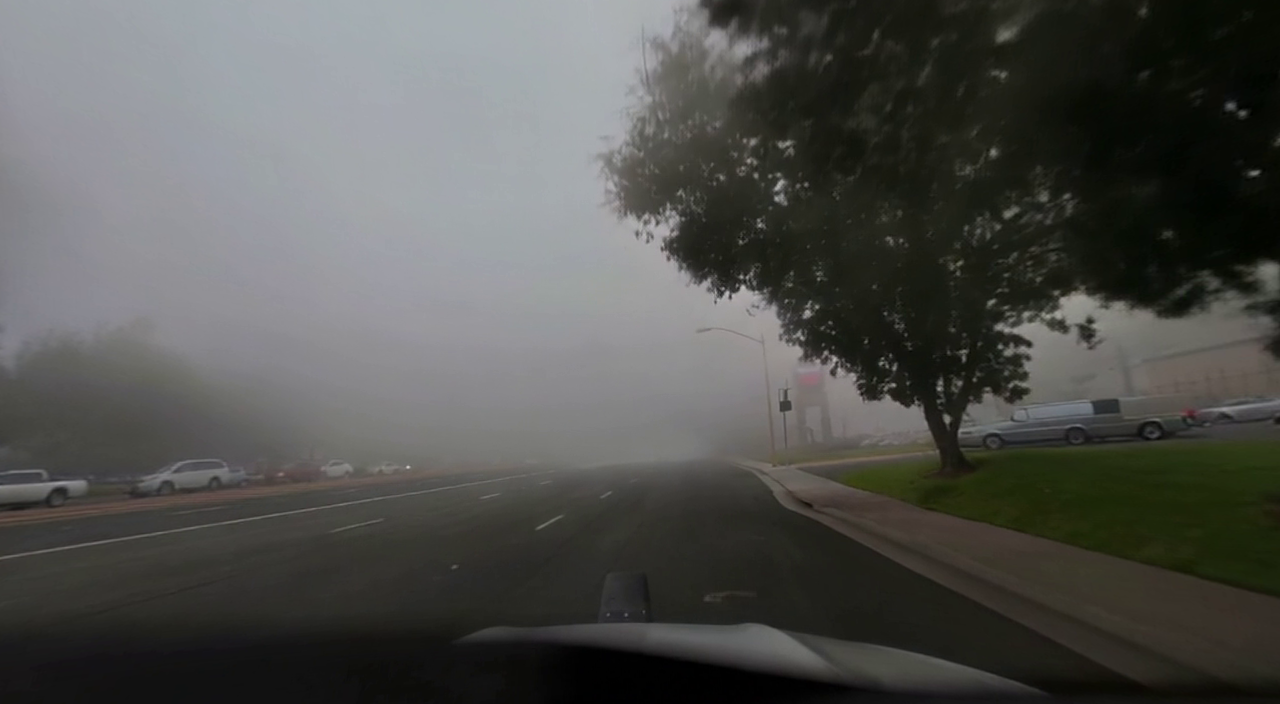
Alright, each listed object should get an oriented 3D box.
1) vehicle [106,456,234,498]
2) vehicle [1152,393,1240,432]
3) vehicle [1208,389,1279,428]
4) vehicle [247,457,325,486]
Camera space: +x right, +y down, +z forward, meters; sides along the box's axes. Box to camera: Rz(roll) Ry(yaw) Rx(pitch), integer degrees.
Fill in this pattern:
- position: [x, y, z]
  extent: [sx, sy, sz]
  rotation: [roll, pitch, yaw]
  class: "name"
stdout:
- position: [-22.744, 6.064, 30.851]
  extent: [1.967, 1.683, 5.223]
  rotation: [-6, -10, 6]
  class: "vehicle"
- position: [25.451, 2.770, 28.858]
  extent: [3.335, 1.398, 1.535]
  rotation: [-2, -10, -23]
  class: "vehicle"
- position: [25.232, 2.277, 25.646]
  extent: [3.327, 1.369, 1.514]
  rotation: [-1, -9, -19]
  class: "vehicle"
- position: [-21.833, 7.383, 39.102]
  extent: [1.918, 1.503, 4.632]
  rotation: [-6, -10, 5]
  class: "vehicle"
